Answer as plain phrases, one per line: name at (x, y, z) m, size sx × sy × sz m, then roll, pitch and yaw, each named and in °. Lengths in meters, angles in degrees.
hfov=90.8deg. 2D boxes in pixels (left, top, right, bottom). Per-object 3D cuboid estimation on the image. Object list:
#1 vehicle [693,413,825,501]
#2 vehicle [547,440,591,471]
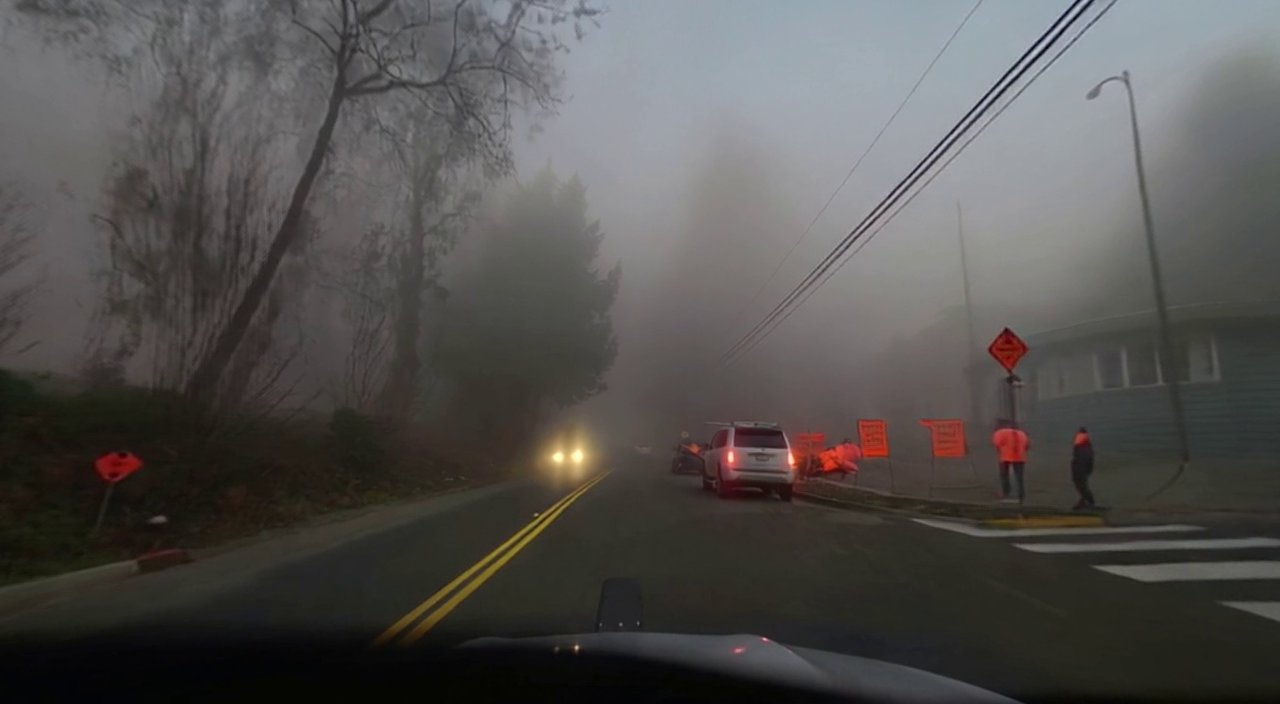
vehicle at (3.146, 3.003, 18.488) m, size 2.759 × 2.114 × 6.152 m, roll 0°, pitch -8°, yaw 1°
vehicle at (-4.078, 6.023, 36.955) m, size 2.078 × 1.716 × 4.367 m, roll 0°, pitch -8°, yaw 0°
